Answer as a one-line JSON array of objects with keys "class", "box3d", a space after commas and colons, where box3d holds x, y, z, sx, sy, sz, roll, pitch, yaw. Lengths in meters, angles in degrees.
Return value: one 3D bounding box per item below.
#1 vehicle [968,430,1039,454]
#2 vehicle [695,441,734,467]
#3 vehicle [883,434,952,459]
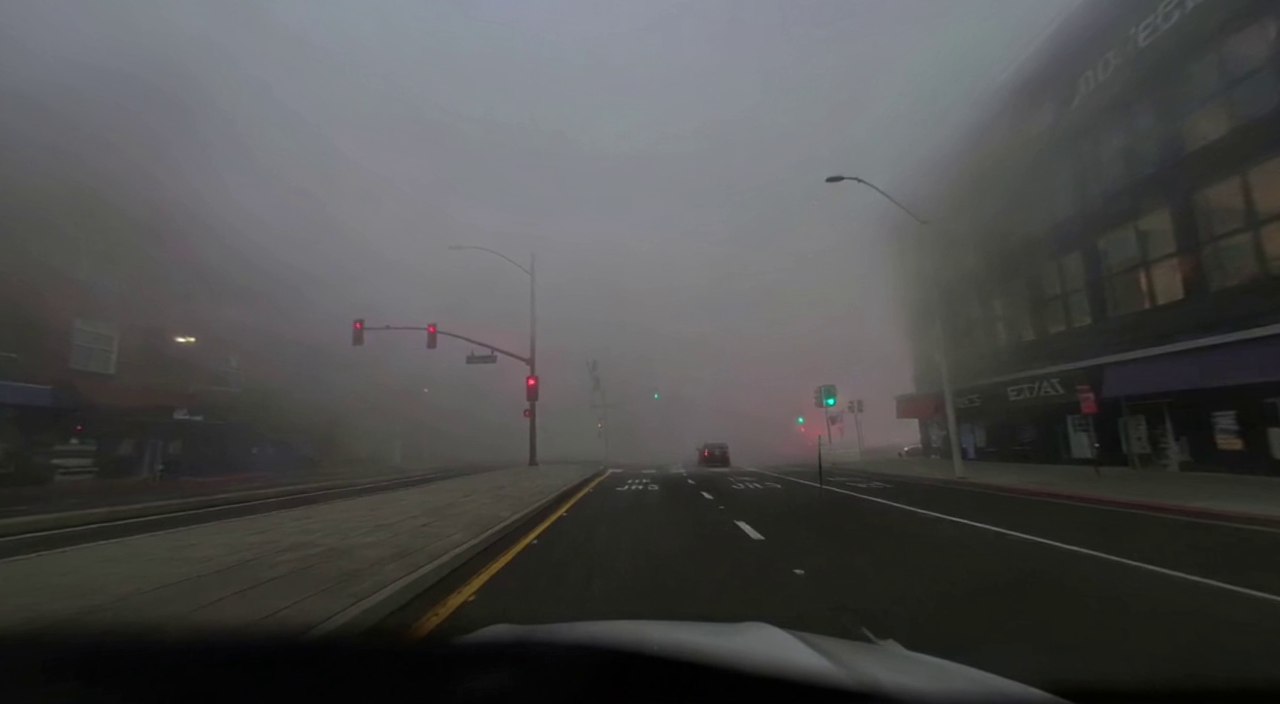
[{"class": "vehicle", "box3d": [27.988, 6.939, 48.593, 4.280, 1.734, 1.964, 1, -8, -5]}, {"class": "vehicle", "box3d": [4.574, 6.308, 39.281, 2.038, 1.528, 4.259, 0, -8, 1]}, {"class": "vehicle", "box3d": [21.326, 7.304, 48.570, 4.341, 1.845, 1.984, 0, -8, 0]}]
